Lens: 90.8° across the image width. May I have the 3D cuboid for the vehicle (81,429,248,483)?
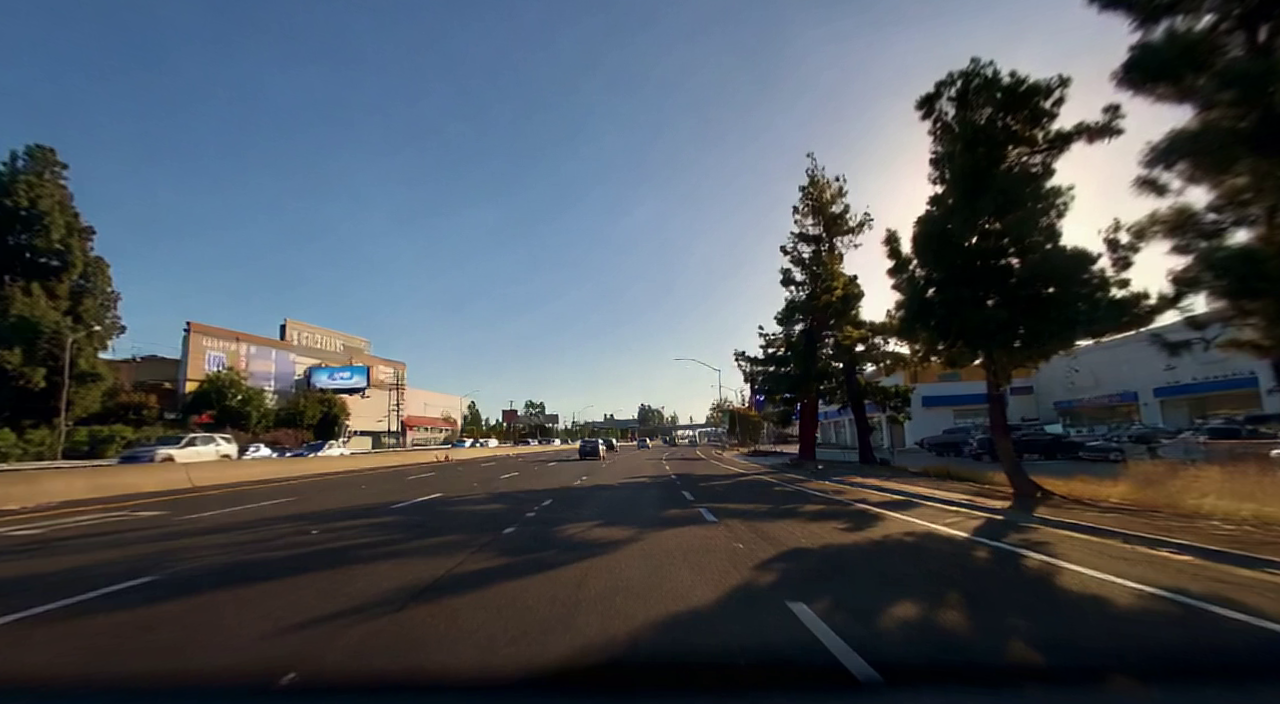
[{"bbox_3d":[-19.513,4.307,26.440,2.437,1.982,5.756,0,-8,1],"label":"vehicle"}]

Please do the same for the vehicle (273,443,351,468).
[{"bbox_3d":[-20.441,6.452,39.610,2.174,1.458,4.566,-1,-8,5],"label":"vehicle"}]

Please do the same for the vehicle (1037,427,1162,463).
[{"bbox_3d":[21.577,4.438,29.855,4.503,1.448,1.819,-8,-12,34],"label":"vehicle"}]

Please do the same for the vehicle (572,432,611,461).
[{"bbox_3d":[-3.180,6.328,42.266,2.139,1.782,4.079,-1,-8,2],"label":"vehicle"}]
